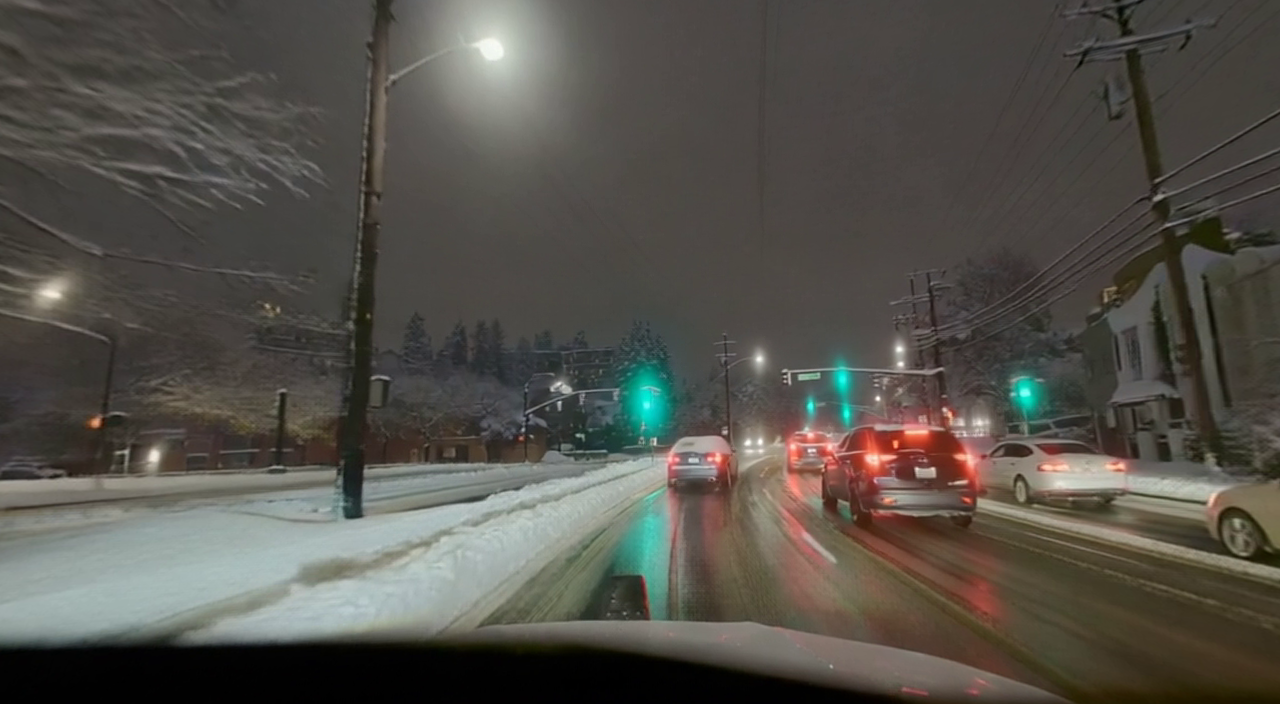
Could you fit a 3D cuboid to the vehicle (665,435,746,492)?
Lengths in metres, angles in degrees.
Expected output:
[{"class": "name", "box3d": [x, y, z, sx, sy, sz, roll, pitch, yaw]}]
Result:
[{"class": "vehicle", "box3d": [2.090, 3.341, 19.257, 2.168, 1.527, 4.174, -1, -9, 8]}]

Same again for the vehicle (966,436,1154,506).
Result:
[{"class": "vehicle", "box3d": [10.077, 2.854, 15.667, 1.882, 1.463, 4.543, -1, -9, 6]}]

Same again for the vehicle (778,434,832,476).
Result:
[{"class": "vehicle", "box3d": [7.052, 4.423, 27.274, 1.896, 1.612, 4.203, -2, -9, 10]}]

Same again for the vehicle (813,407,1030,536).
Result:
[{"class": "vehicle", "box3d": [4.673, 2.067, 11.486, 2.119, 1.810, 4.848, -1, -9, 6]}]
